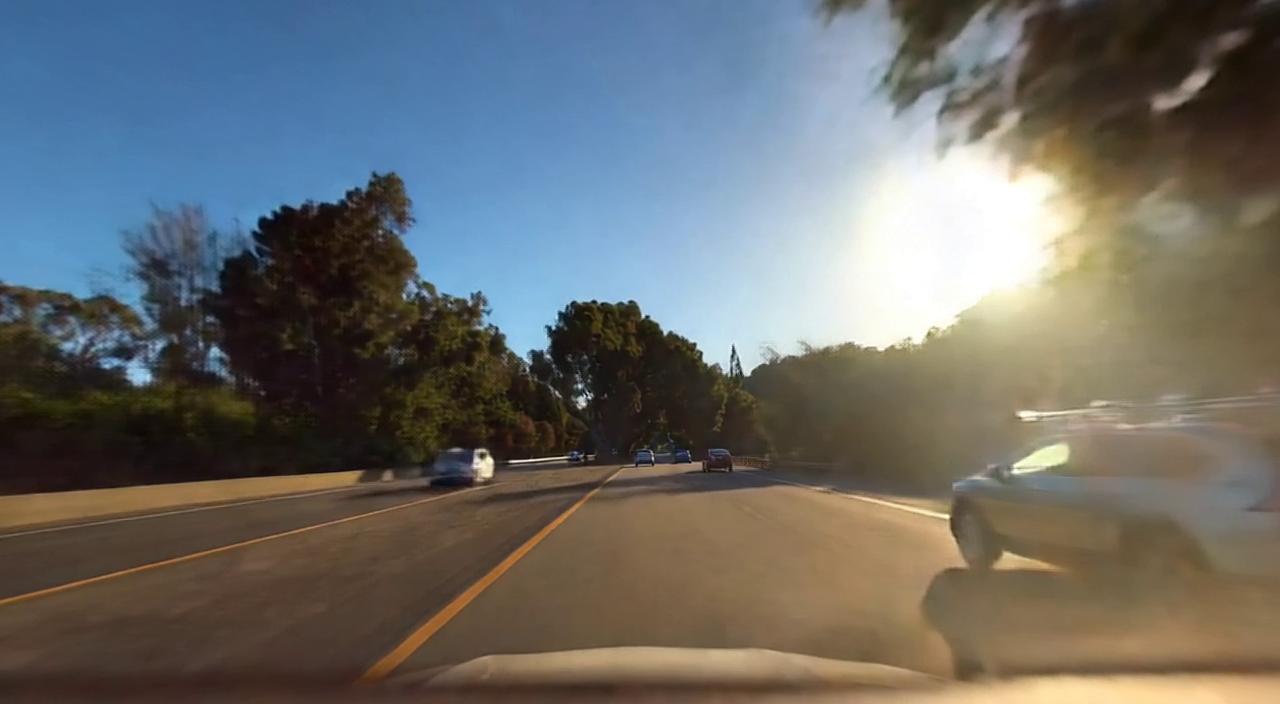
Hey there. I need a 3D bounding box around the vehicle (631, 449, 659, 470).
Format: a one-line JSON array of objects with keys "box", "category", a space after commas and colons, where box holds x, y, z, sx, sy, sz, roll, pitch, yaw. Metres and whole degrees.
[{"box": [0.351, 7.863, 46.280, 1.991, 1.459, 3.769, 0, -9, 0], "category": "vehicle"}]

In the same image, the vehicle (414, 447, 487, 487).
[{"box": [-8.775, 5.354, 29.590, 2.087, 1.687, 4.227, 0, -9, 0], "category": "vehicle"}]

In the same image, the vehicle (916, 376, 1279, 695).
[{"box": [4.218, 1.233, 5.211, 1.978, 1.604, 4.128, 0, -9, 0], "category": "vehicle"}]

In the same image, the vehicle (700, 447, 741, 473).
[{"box": [4.888, 6.595, 38.663, 1.964, 1.513, 3.707, 0, -9, -1], "category": "vehicle"}]
